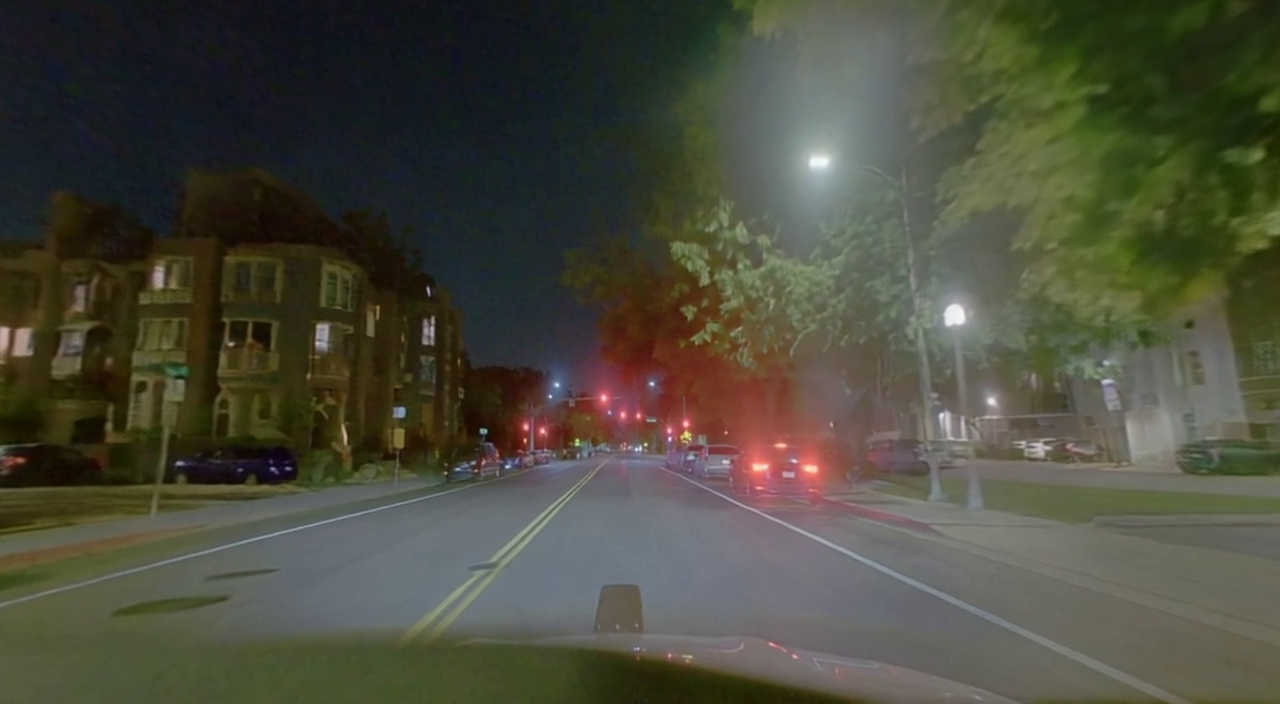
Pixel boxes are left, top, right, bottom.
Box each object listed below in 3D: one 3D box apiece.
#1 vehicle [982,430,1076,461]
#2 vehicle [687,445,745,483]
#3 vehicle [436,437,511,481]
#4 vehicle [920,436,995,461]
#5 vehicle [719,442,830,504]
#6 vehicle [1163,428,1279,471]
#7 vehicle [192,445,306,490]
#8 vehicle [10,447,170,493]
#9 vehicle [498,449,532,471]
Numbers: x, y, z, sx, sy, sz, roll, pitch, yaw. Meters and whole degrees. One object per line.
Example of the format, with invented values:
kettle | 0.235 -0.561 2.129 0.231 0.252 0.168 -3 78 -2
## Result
vehicle | 24.380 5.894 39.733 4.476 1.795 2.055 -1 -9 -2
vehicle | 3.220 4.822 27.566 1.809 1.513 4.264 0 -9 -3
vehicle | -8.316 5.404 32.178 2.420 2.004 5.615 0 -9 -2
vehicle | 24.273 7.423 48.423 4.599 1.759 2.060 -1 -9 -1
vehicle | 3.705 3.403 18.267 1.955 1.536 4.395 1 -9 -4
vehicle | 24.844 4.028 26.252 4.213 1.644 2.105 -1 -9 0
vehicle | -14.810 4.370 24.235 1.848 1.562 3.827 0 -9 1
vehicle | -20.597 4.398 23.995 1.959 1.485 4.666 -2 -9 -1
vehicle | -8.760 7.591 44.608 1.860 1.476 4.594 1 -9 -5
